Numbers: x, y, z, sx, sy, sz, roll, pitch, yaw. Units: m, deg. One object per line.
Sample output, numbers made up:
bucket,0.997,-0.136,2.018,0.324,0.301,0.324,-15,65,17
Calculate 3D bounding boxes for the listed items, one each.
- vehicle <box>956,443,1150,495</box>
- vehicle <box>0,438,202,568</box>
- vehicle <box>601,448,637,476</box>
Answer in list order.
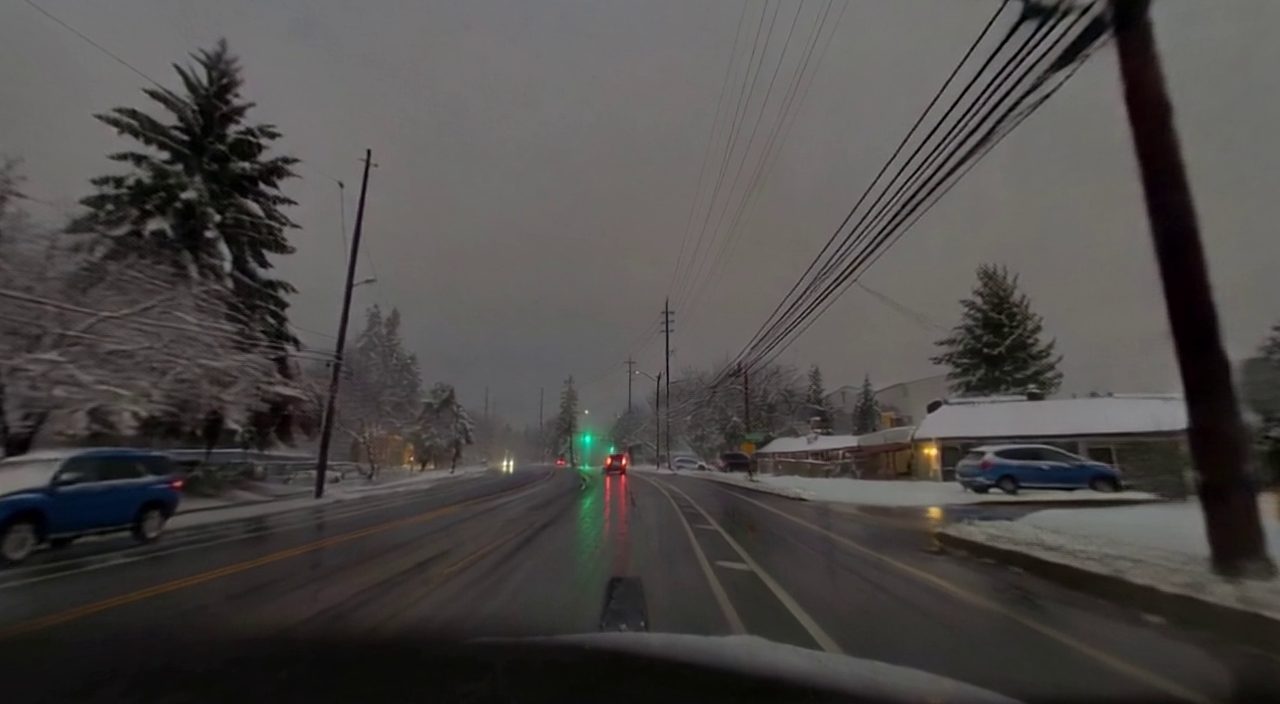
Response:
vehicle,12.645,3.583,19.512,4.648,1.511,1.919,0,-8,-2
vehicle,-11.196,2.688,11.949,1.998,2.047,5.167,0,-8,0
vehicle,-1.629,8.057,46.350,2.284,1.741,4.702,3,-8,-5
